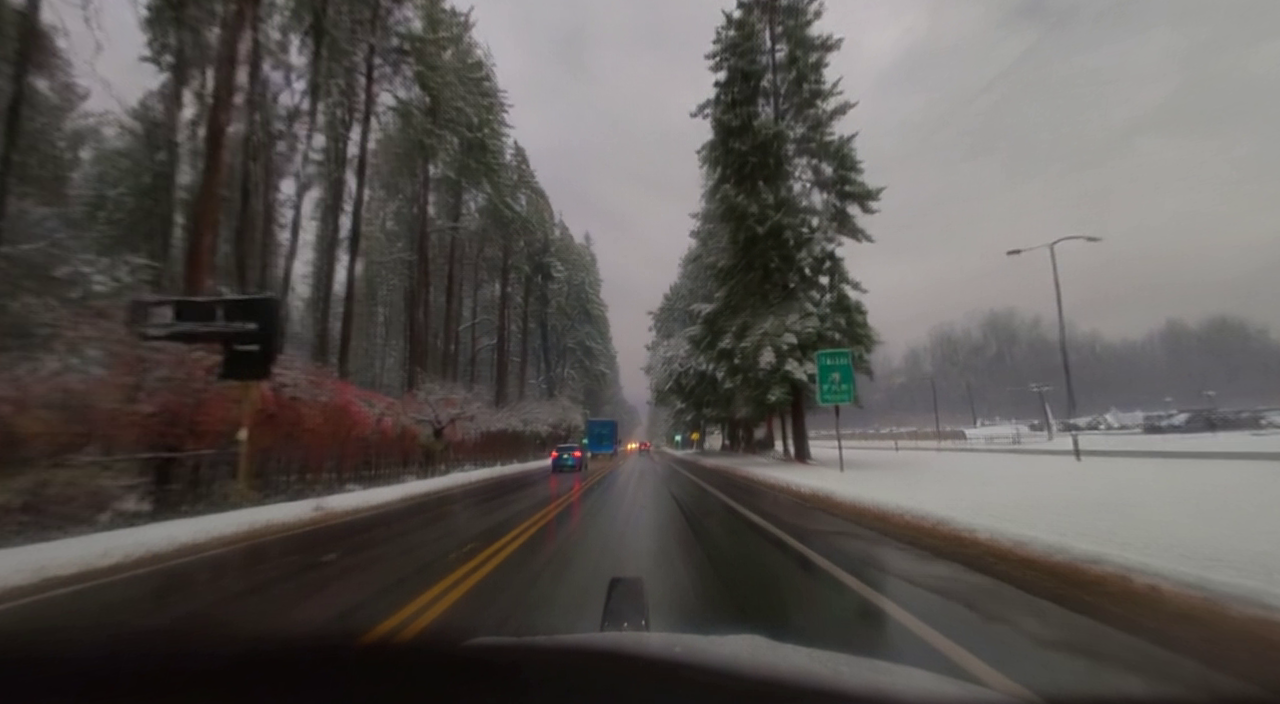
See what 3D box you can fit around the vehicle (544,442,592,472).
[{"bbox_3d":[-3.789,5.576,33.756,2.005,1.462,4.345,0,-8,1],"label":"vehicle"}]
